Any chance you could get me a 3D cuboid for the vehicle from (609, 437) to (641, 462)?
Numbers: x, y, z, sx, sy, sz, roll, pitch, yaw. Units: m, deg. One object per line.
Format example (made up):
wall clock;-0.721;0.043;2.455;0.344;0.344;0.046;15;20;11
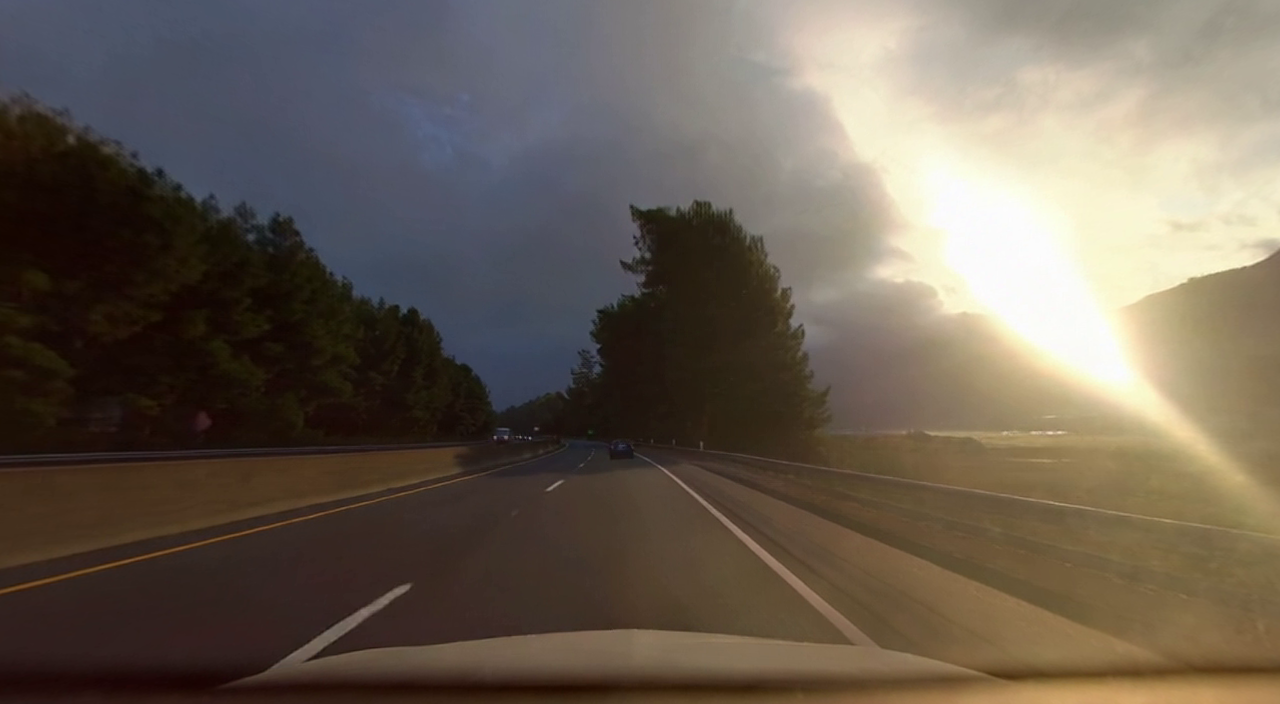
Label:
vehicle;-1.027;6.342;41.186;2.004;1.515;3.968;0;-8;-3
